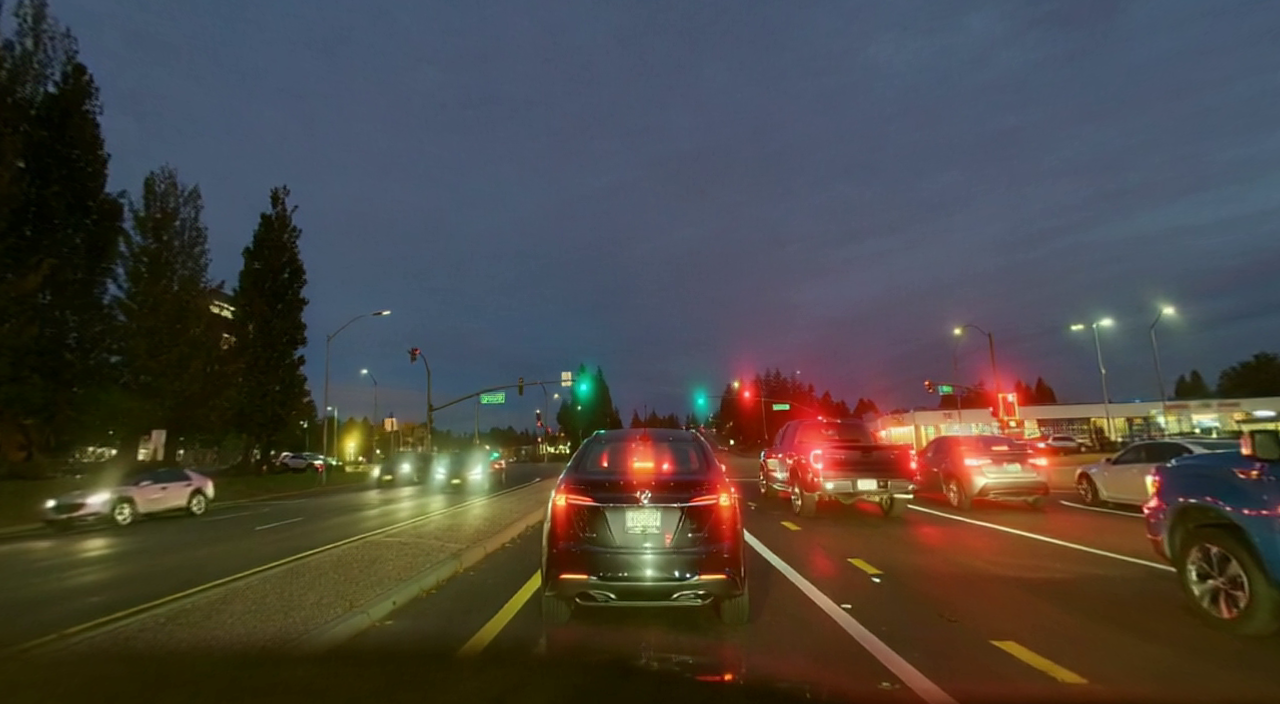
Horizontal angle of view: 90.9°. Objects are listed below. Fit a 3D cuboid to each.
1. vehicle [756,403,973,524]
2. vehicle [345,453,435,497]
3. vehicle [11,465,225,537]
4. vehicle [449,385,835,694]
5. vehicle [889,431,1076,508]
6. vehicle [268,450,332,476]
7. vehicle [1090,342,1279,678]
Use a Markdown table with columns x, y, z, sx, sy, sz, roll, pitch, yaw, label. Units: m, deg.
| x | y | z | sx | sy | sz | roll | pitch | yaw | label |
| --- | --- | --- | --- | --- | --- | --- | --- | --- | --- |
| 4.166 | 2.214 | 13.106 | 2.319 | 1.930 | 5.651 | 0 | -8 | -1 | vehicle |
| -9.717 | 4.784 | 24.910 | 1.806 | 1.473 | 4.303 | 0 | -8 | 0 | vehicle |
| -13.781 | 3.910 | 17.109 | 1.935 | 1.518 | 4.415 | -1 | -8 | 2 | vehicle |
| -0.023 | 1.314 | 5.523 | 2.116 | 1.677 | 3.948 | 0 | -8 | -1 | vehicle |
| 7.593 | 2.628 | 14.608 | 1.856 | 1.487 | 4.454 | 0 | -8 | 1 | vehicle |
| -24.059 | 7.838 | 44.813 | 1.798 | 1.706 | 4.385 | -1 | -8 | 6 | vehicle |
| 4.452 | 0.714 | 2.463 | 2.019 | 1.803 | 4.634 | -1 | -8 | 2 | vehicle |
